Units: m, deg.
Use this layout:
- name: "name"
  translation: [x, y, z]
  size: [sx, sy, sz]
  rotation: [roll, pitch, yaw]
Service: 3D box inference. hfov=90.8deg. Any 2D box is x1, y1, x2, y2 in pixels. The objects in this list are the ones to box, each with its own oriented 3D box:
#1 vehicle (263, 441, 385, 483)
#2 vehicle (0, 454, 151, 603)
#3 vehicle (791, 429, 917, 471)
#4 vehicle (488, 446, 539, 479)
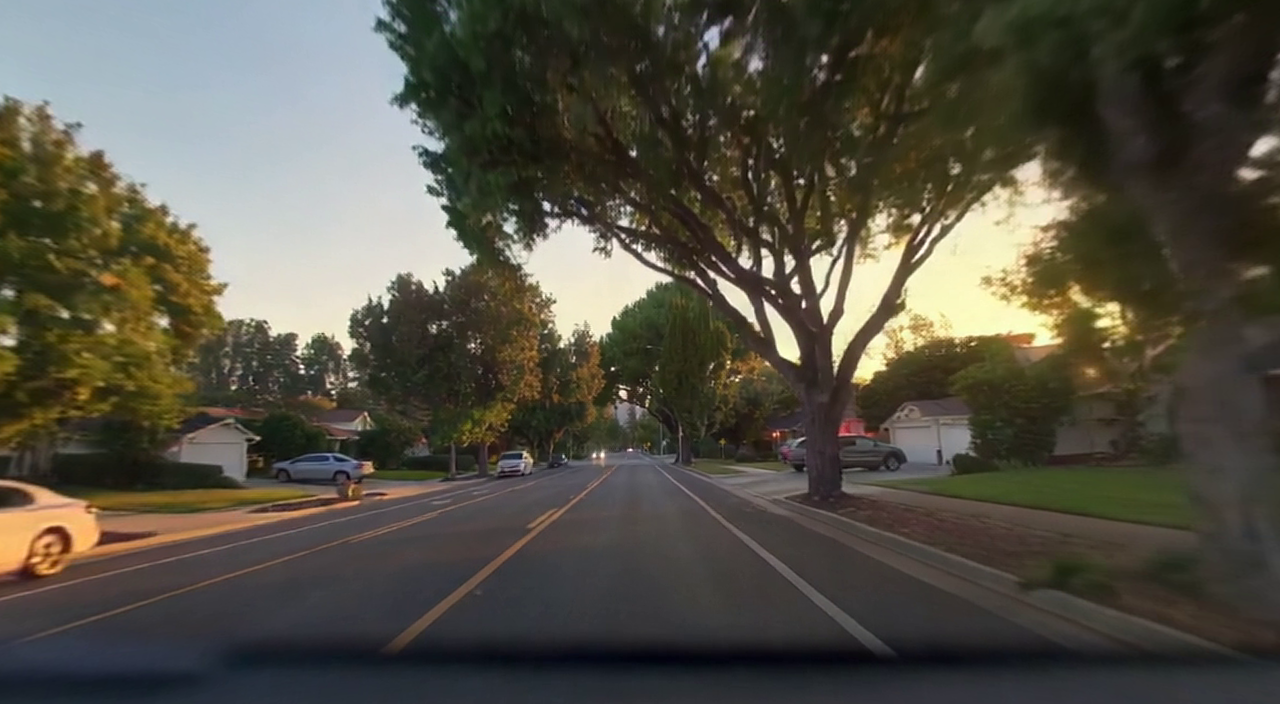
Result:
- name: "vehicle"
  translation: [-14.648, 5.115, 29.438]
  size: [4.602, 1.847, 1.976]
  rotation: [-1, -9, 4]
- name: "vehicle"
  translation: [-7.529, 1.839, 6.131]
  size: [1.973, 1.500, 4.781]
  rotation: [-5, -9, -3]
- name: "vehicle"
  translation: [8.934, 4.128, 26.648]
  size: [4.535, 1.697, 1.968]
  rotation: [0, -9, -1]
- name: "vehicle"
  translation: [-7.861, 6.887, 39.752]
  size: [2.122, 1.739, 4.770]
  rotation: [-5, -8, 0]
